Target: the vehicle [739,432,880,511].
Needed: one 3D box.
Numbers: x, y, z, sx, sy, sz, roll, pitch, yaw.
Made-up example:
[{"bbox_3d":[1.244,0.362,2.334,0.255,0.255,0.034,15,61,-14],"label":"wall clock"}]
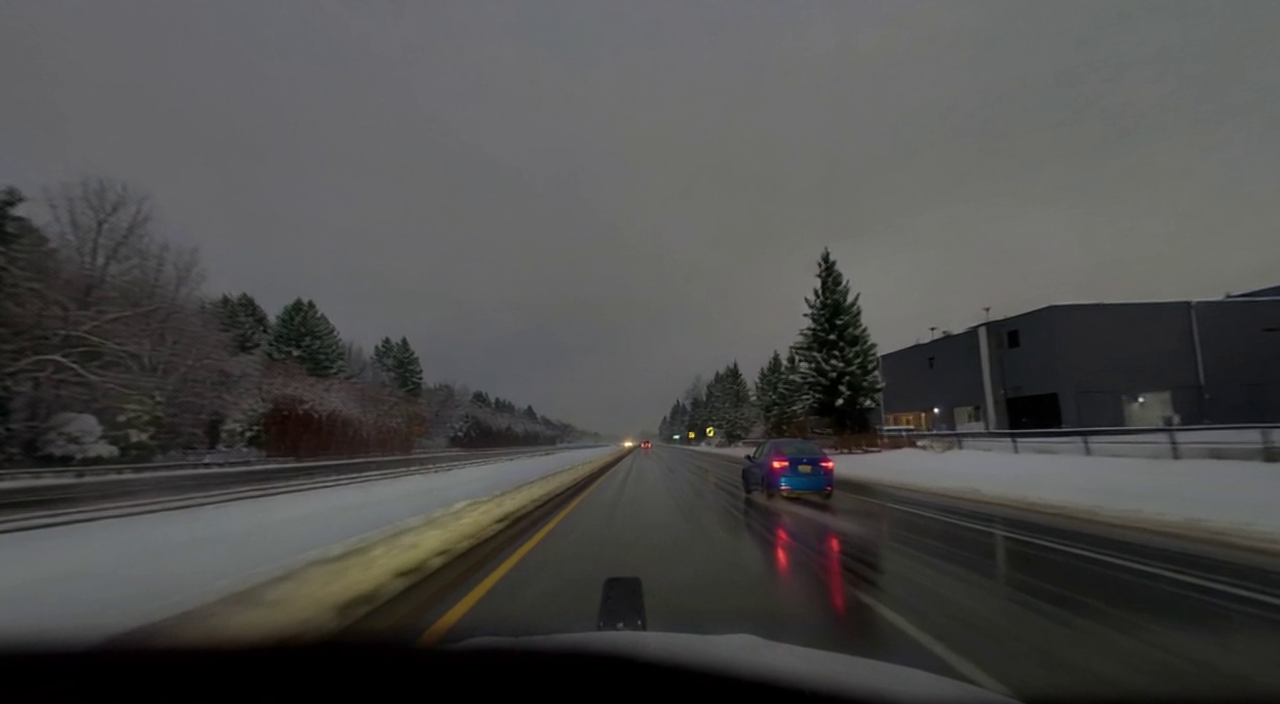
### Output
[{"bbox_3d":[3.678,2.665,14.486,2.079,1.531,3.997,0,-8,-1],"label":"vehicle"}]
